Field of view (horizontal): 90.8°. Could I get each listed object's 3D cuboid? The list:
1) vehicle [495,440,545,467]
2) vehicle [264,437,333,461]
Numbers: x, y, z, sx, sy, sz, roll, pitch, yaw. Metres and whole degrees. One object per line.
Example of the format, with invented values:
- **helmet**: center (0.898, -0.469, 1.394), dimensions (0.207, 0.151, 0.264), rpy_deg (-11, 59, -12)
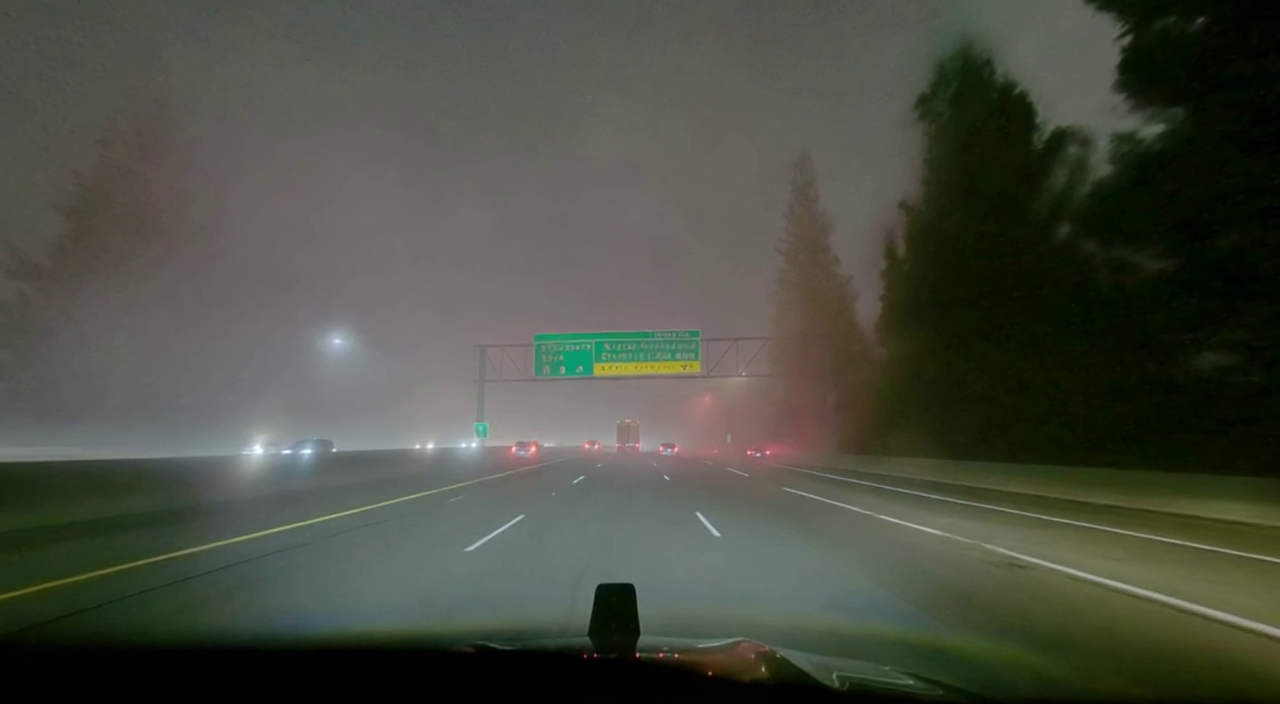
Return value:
- **vehicle**: center (-7.380, 6.289, 39.276), dimensions (2.117, 1.518, 4.930), rpy_deg (0, -8, 0)
- **vehicle**: center (-22.525, 6.429, 41.946), dimensions (1.865, 1.481, 4.681), rpy_deg (0, -8, 2)
